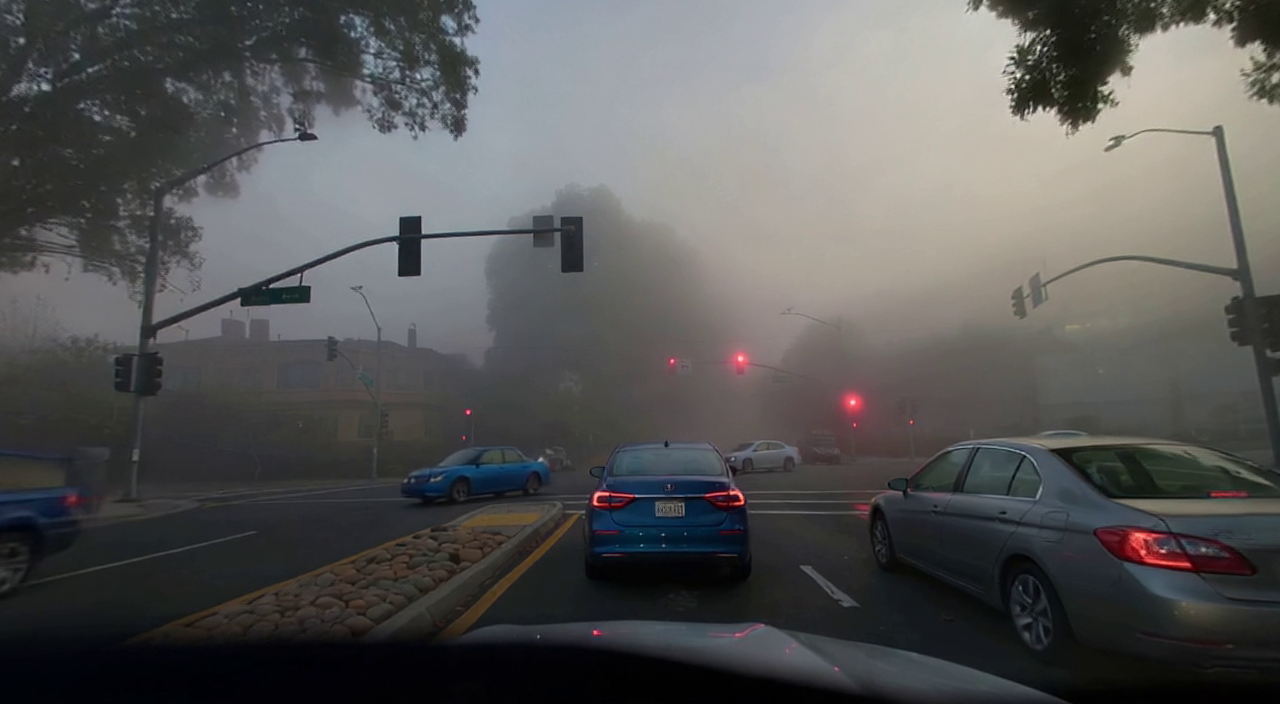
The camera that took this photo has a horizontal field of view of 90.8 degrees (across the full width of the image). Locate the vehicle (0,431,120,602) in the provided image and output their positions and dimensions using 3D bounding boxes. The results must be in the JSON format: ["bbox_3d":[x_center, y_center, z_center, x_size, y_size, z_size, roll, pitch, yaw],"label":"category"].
[{"bbox_3d":[-7.995,1.611,5.753,1.988,1.799,4.789,-2,-9,9],"label":"vehicle"}]

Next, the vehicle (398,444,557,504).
[{"bbox_3d":[-4.493,3.388,18.098,1.854,1.490,4.229,-6,-10,32],"label":"vehicle"}]

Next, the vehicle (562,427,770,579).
[{"bbox_3d":[0.300,1.817,8.331,2.090,1.505,3.756,-1,-9,1],"label":"vehicle"}]

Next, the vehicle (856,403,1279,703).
[{"bbox_3d":[3.657,1.339,5.428,1.888,1.486,4.681,0,-9,-1],"label":"vehicle"}]

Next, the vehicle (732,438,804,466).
[{"bbox_3d":[7.993,6.299,39.790,1.936,1.615,4.240,5,-10,-34],"label":"vehicle"}]
